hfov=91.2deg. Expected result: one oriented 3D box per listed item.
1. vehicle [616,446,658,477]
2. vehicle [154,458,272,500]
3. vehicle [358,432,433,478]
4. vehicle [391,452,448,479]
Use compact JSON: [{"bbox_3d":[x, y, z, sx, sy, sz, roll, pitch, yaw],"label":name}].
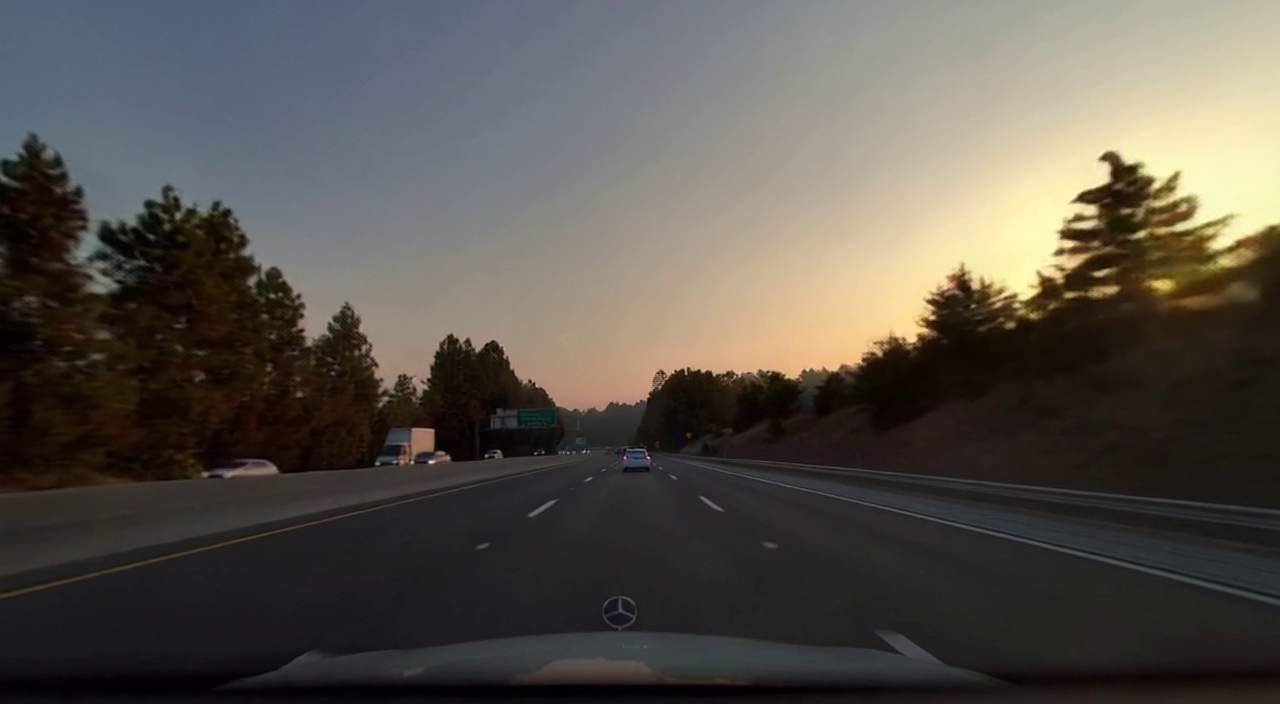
[{"bbox_3d":[-0.193,5.838,33.628,2.095,1.537,4.017,0,-9,-1],"label":"vehicle"},{"bbox_3d":[-16.863,5.009,25.041,1.800,1.480,4.096,0,-9,0],"label":"vehicle"},{"bbox_3d":[-17.353,7.331,44.965,2.645,3.018,6.446,-1,-9,1],"label":"vehicle"},{"bbox_3d":[-12.851,6.622,36.786,1.903,1.495,3.908,0,-9,0],"label":"vehicle"}]
